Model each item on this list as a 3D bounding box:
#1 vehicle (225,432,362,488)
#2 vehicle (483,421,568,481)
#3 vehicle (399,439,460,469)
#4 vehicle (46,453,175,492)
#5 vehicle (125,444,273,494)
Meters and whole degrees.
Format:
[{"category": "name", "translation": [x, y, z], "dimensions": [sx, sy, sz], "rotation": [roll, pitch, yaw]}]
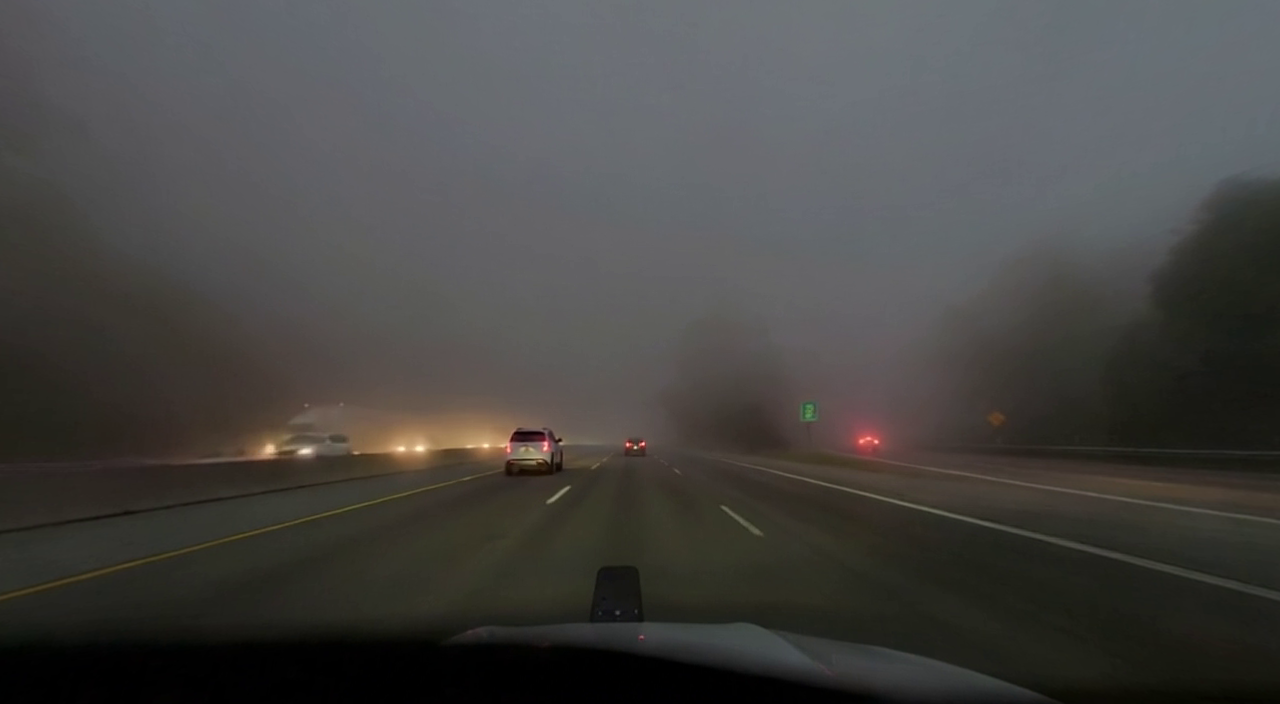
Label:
[{"category": "vehicle", "translation": [-11.374, 3.554, 21.113], "dimensions": [1.985, 1.646, 4.612], "rotation": [0, -8, 0]}, {"category": "vehicle", "translation": [-3.924, 3.478, 22.453], "dimensions": [2.115, 1.887, 4.721], "rotation": [0, -8, 0]}, {"category": "vehicle", "translation": [-11.495, 5.575, 34.564], "dimensions": [1.888, 1.538, 4.057], "rotation": [0, -8, 1]}, {"category": "vehicle", "translation": [-23.330, 5.289, 27.939], "dimensions": [1.978, 1.503, 4.234], "rotation": [-1, -8, 1]}, {"category": "vehicle", "translation": [-15.613, 4.127, 22.644], "dimensions": [2.020, 1.514, 4.549], "rotation": [0, -8, 0]}]
